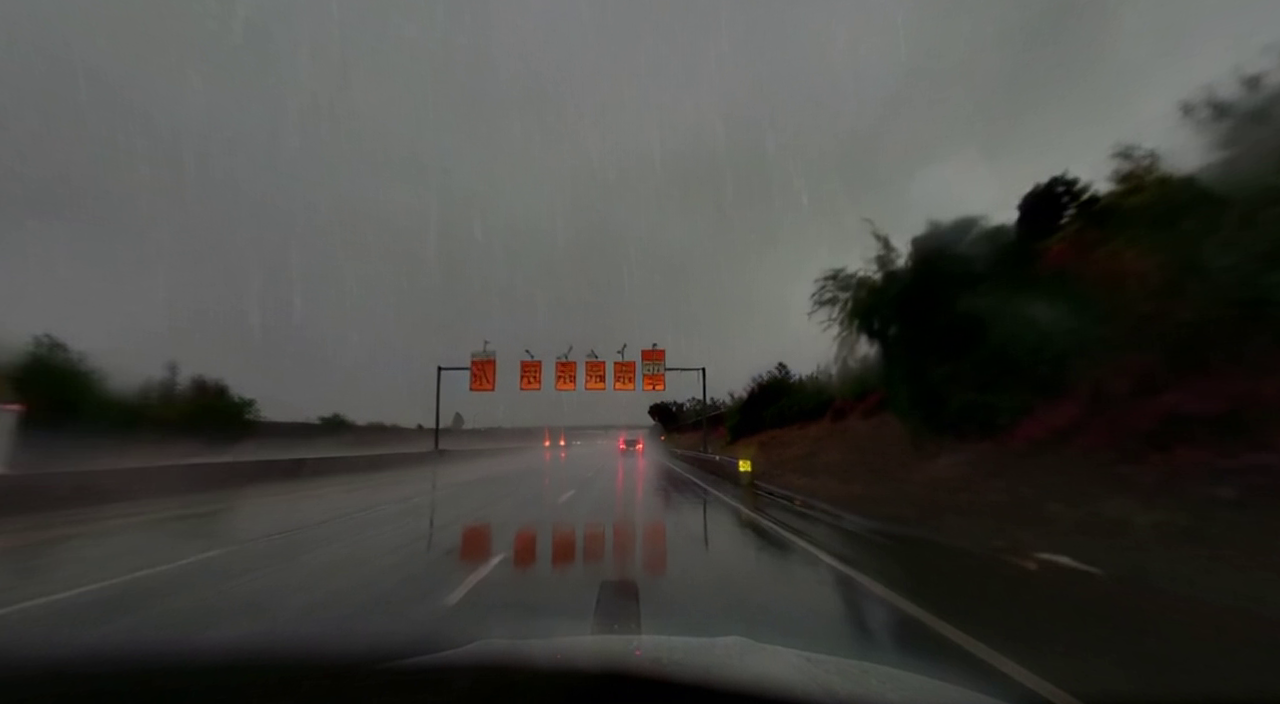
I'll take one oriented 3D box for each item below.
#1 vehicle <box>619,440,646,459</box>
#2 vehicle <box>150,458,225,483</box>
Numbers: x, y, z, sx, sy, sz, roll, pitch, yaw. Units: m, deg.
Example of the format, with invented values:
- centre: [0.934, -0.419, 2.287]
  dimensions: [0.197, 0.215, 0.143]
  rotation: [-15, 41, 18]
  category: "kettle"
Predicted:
- centre: [-0.635, 7.633, 49.463]
  dimensions: [2.072, 1.440, 3.690]
  rotation: [0, -8, -2]
  category: "vehicle"
- centre: [-29.482, 7.719, 41.202]
  dimensions: [1.863, 1.449, 4.350]
  rotation: [0, -8, -3]
  category: "vehicle"
